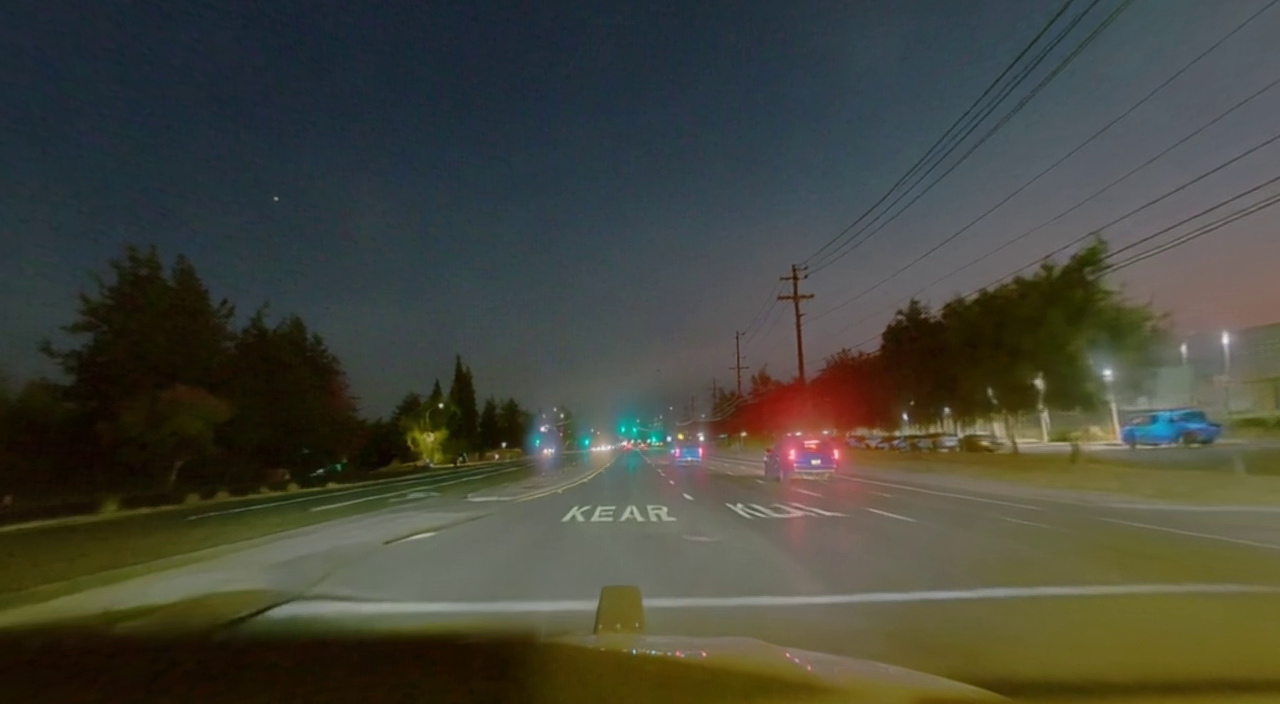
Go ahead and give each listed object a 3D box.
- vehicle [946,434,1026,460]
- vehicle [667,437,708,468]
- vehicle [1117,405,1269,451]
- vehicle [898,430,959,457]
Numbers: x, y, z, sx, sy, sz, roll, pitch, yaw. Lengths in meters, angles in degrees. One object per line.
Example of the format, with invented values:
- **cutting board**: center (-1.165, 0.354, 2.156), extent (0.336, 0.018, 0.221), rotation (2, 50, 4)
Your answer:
- **vehicle**: center (20.050, 5.534, 36.882), extent (1.980, 1.423, 4.793), rotation (0, -8, 0)
- **vehicle**: center (2.948, 6.351, 40.000), extent (2.086, 1.803, 4.607), rotation (0, -8, -2)
- **vehicle**: center (29.482, 4.180, 34.116), extent (2.406, 2.215, 6.315), rotation (0, -8, 0)
- **vehicle**: center (20.045, 6.411, 44.085), extent (1.983, 1.730, 4.563), rotation (0, -8, -2)
